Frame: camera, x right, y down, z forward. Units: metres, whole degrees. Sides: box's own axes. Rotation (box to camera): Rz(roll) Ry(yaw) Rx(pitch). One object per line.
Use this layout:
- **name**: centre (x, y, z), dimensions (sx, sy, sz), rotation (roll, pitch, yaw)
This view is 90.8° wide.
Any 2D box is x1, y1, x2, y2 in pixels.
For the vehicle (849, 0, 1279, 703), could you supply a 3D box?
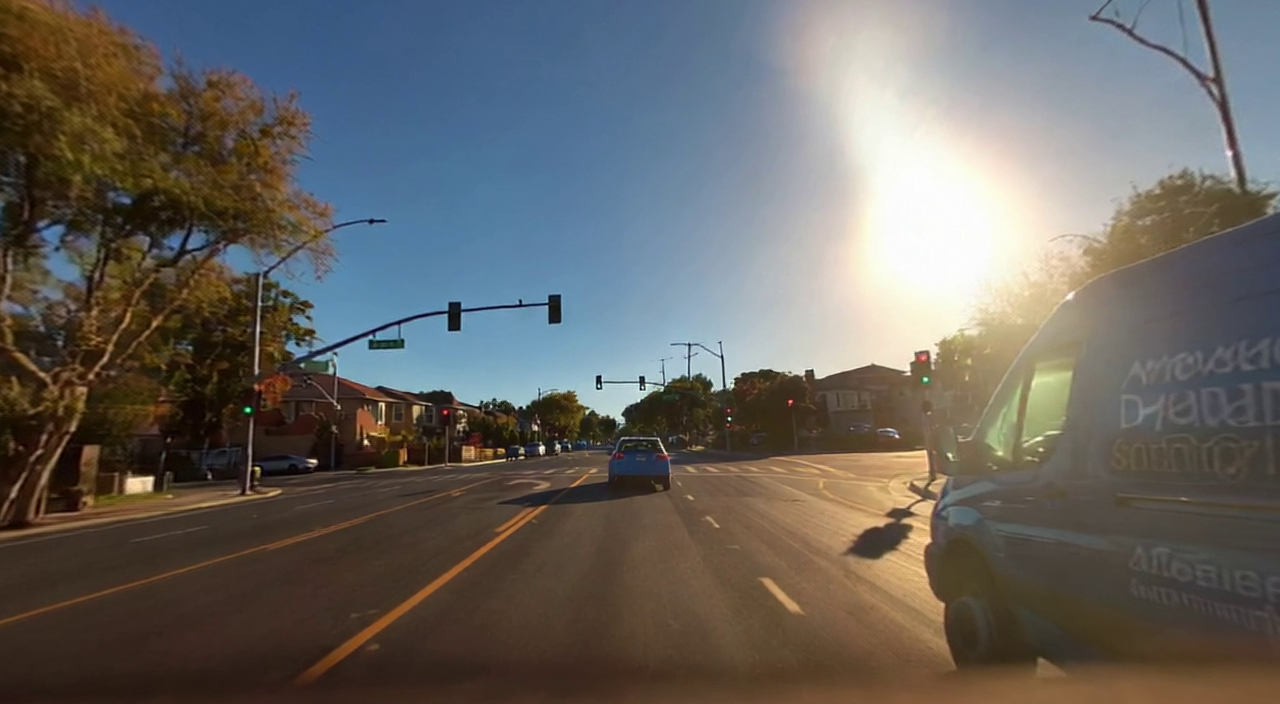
- **vehicle**: centre (2.940, 0.079, 0.953), dimensions (2.770, 3.054, 7.271), rotation (0, -9, 0)

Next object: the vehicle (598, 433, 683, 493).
- **vehicle**: centre (-0.005, 3.076, 17.799), dimensions (2.104, 1.462, 3.991), rotation (0, -9, 0)

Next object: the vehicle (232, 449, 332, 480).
- **vehicle**: centre (-20.548, 6.453, 36.387), dimensions (4.588, 1.703, 1.879), rotation (0, -9, 1)
